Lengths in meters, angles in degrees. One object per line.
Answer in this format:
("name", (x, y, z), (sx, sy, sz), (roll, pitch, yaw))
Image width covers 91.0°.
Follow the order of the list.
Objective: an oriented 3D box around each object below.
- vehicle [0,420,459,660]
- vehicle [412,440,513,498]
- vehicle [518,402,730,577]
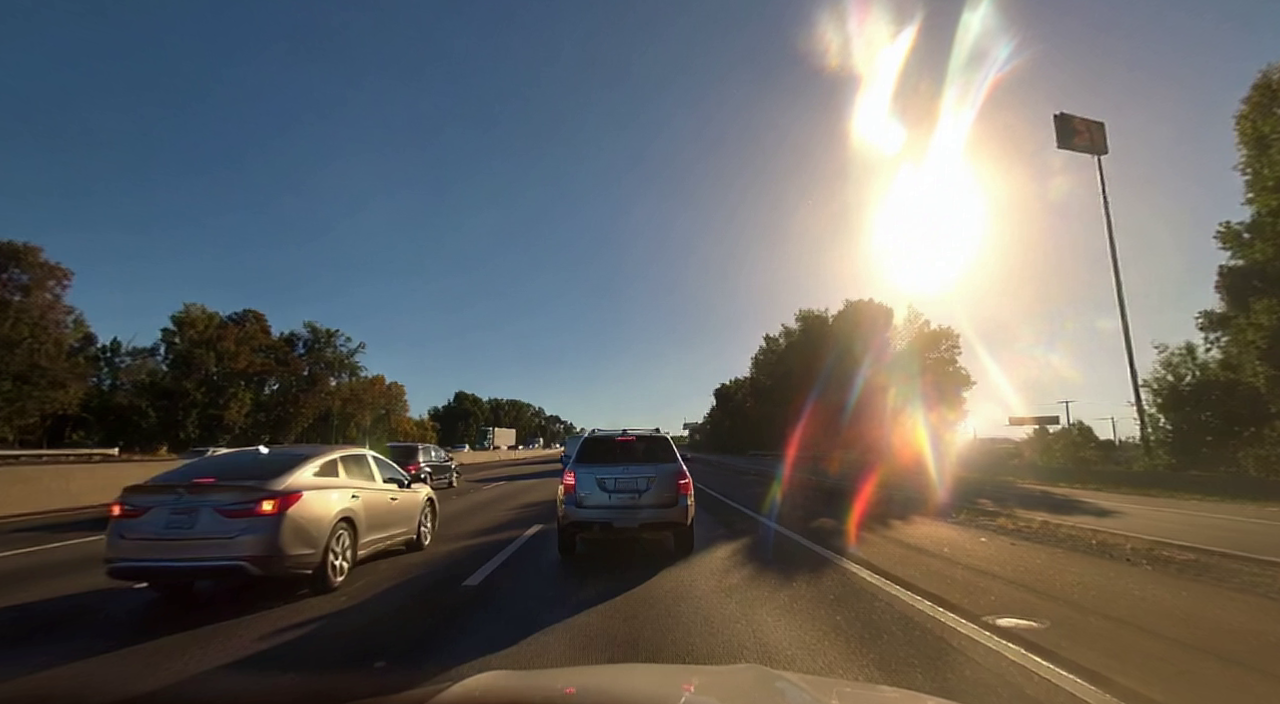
("vehicle", (-3.473, 1.548, 6.355), (1.889, 1.522, 4.465), (0, -9, 1))
("vehicle", (-5.148, 3.439, 18.949), (2.027, 1.491, 4.649), (1, -9, -5))
("vehicle", (-0.206, 1.745, 8.826), (2.127, 1.749, 4.776), (0, -9, -1))
